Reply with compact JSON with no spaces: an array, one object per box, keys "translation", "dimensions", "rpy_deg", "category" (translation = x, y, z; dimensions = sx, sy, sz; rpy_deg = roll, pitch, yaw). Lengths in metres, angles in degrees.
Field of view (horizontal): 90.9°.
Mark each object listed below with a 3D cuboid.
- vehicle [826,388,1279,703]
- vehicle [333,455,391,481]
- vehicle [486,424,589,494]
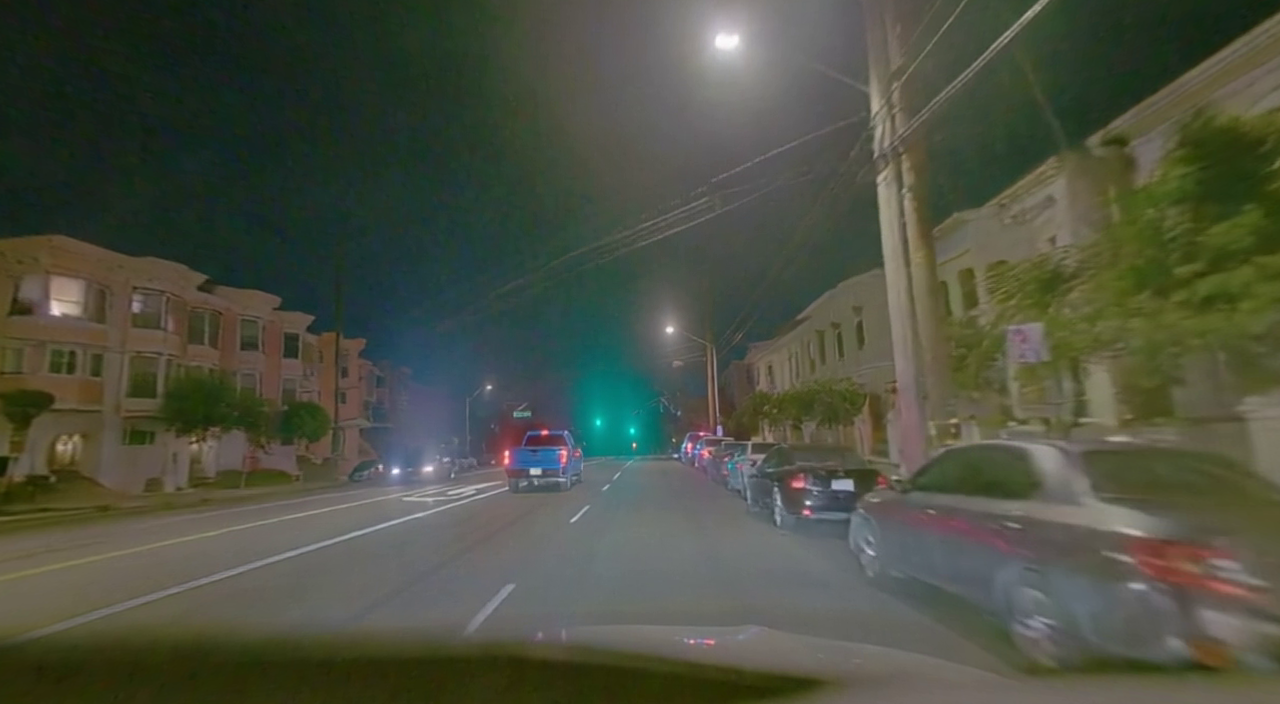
[{"translation":[2.965,1.227,4.500],"dimensions":[1.927,1.513,4.617],"rpy_deg":[0,-9,1],"category":"vehicle"},{"translation":[-18.584,7.777,42.385],"dimensions":[1.908,1.614,4.092],"rpy_deg":[0,-9,2],"category":"vehicle"},{"translation":[-3.020,3.344,19.936],"dimensions":[2.242,1.890,5.306],"rpy_deg":[0,-9,1],"category":"vehicle"}]
